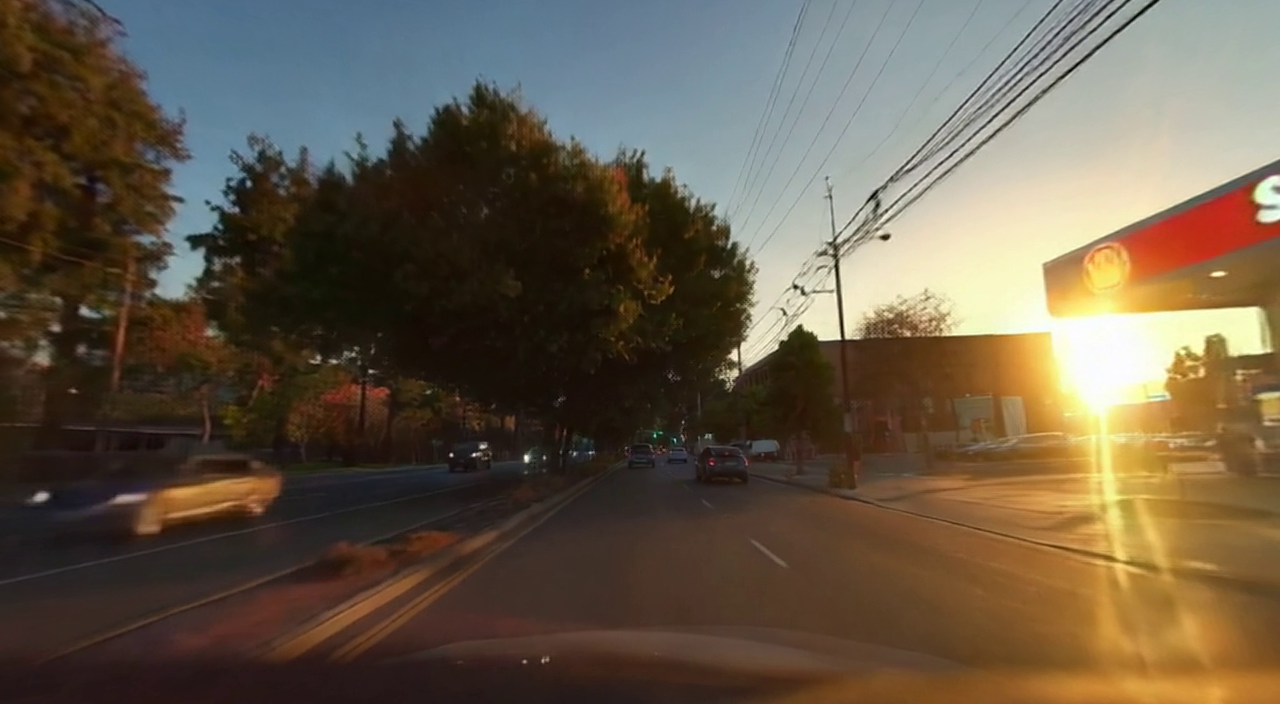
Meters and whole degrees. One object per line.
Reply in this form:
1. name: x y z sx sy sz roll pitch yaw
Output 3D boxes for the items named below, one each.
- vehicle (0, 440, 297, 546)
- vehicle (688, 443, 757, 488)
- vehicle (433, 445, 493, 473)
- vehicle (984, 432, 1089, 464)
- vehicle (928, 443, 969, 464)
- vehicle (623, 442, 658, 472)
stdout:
1. vehicle: -8.400 2.350 11.308 1.953 1.470 4.522 -1 -8 0
2. vehicle: 3.152 4.413 24.993 1.990 1.592 4.294 0 -8 -2
3. vehicle: -11.869 7.216 42.894 2.383 1.725 5.760 -1 -8 0
4. vehicle: 23.082 5.600 36.979 2.187 1.757 4.663 3 -9 -22
5. vehicle: 24.417 7.954 49.848 2.071 1.528 4.644 -6 -10 35
6. vehicle: -0.001 6.700 40.525 2.163 1.825 4.073 0 -8 -1
